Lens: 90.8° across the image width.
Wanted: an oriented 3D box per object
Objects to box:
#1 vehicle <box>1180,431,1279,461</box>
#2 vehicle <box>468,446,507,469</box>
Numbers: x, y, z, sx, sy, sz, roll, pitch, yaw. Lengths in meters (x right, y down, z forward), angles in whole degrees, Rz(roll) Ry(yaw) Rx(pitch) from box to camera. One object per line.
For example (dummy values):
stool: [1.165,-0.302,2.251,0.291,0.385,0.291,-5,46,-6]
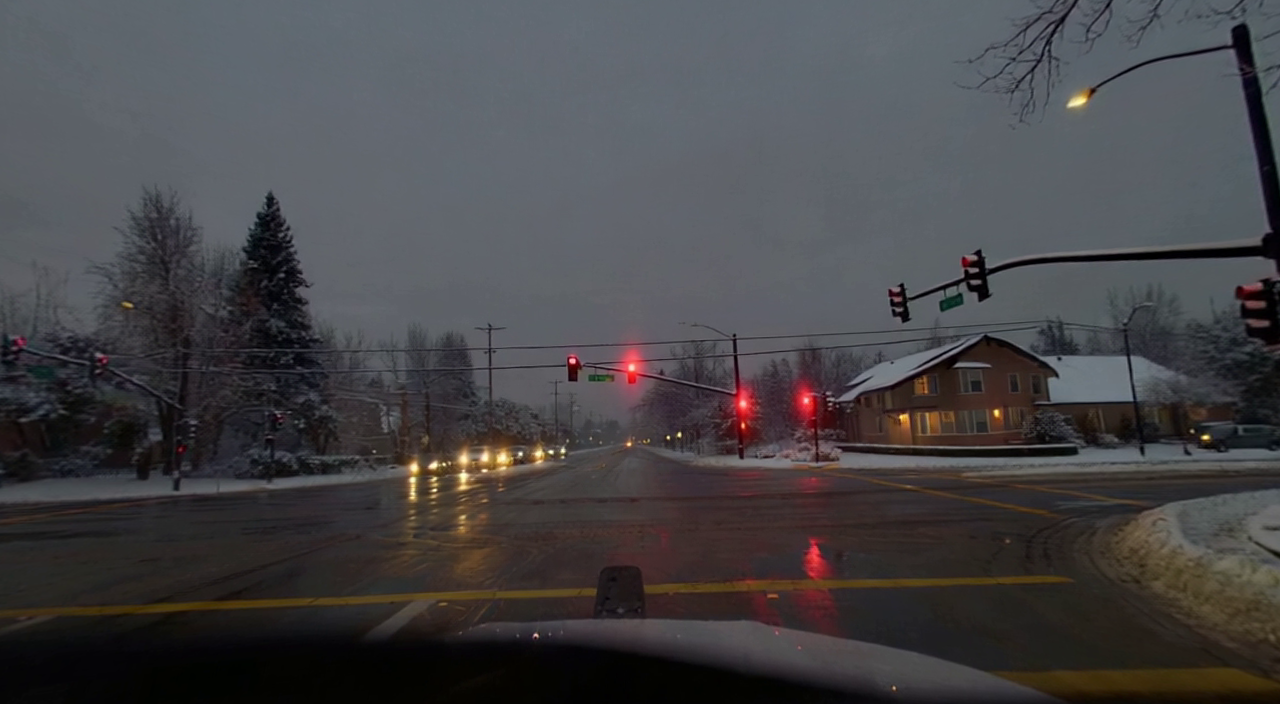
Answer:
vehicle: [31.287,4.892,33.046,4.318,1.488,1.870,0,-9,-1]
vehicle: [-10.738,7.460,44.755,1.881,1.509,3.377,0,-9,1]
